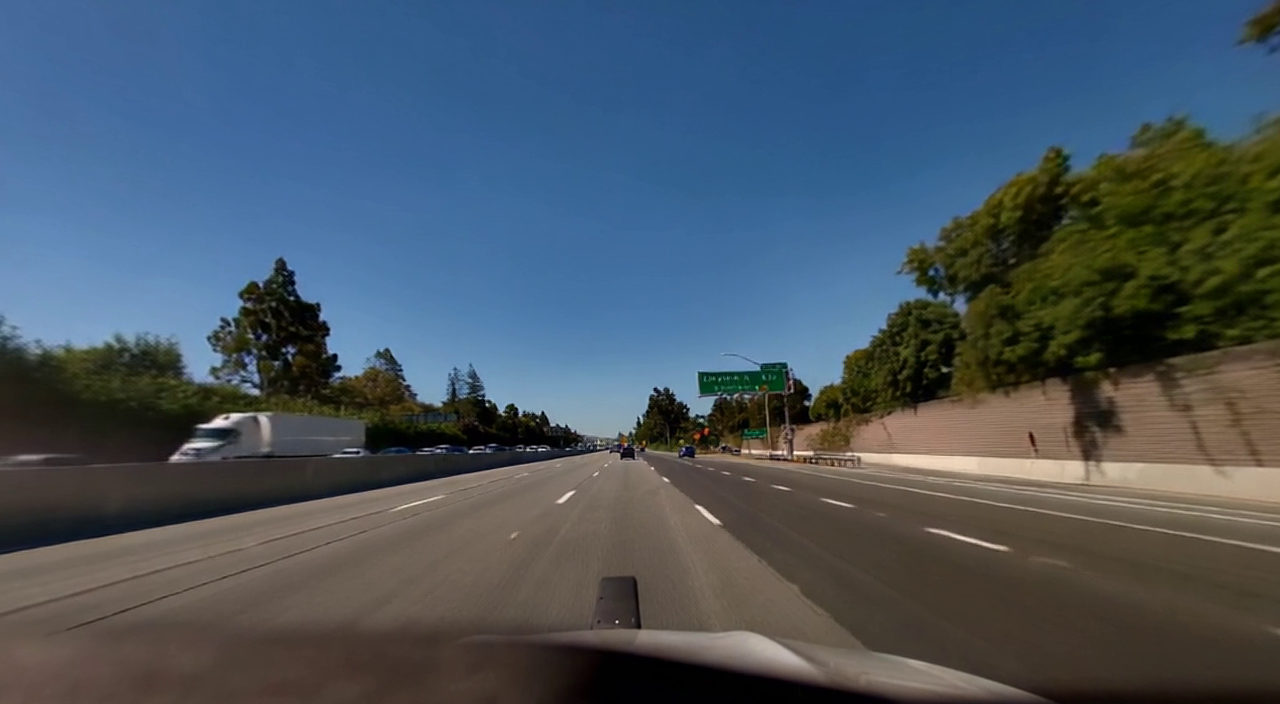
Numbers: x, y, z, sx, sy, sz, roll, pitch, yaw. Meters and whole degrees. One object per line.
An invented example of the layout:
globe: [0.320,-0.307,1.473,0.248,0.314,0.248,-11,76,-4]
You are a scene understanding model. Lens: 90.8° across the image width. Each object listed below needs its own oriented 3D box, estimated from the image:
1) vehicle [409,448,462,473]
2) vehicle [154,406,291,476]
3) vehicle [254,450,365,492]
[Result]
vehicle: [-13.163,6.973,40.916,1.908,1.467,4.603,0,-9,0]
vehicle: [-26.706,5.820,41.133,3.106,4.036,8.331,0,-9,0]
vehicle: [-12.898,4.628,24.995,1.985,1.447,4.438,0,-9,0]
